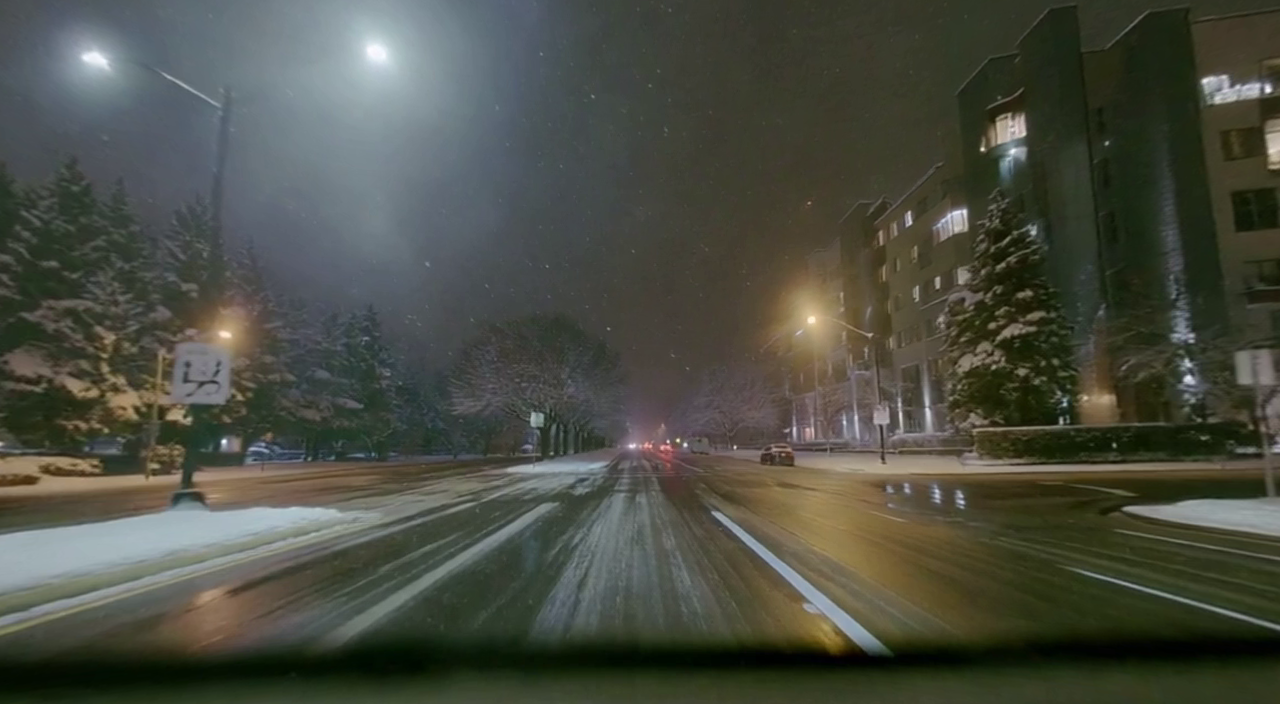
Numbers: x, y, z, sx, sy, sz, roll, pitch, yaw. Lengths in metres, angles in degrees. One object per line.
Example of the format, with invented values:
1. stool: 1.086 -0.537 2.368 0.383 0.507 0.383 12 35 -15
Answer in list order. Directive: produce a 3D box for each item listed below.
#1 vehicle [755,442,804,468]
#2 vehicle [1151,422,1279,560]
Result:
1. vehicle: 10.001 7.393 45.581 2.065 1.732 5.036 1 -9 -4
2. vehicle: 9.345 1.736 7.762 2.059 1.768 4.737 0 -9 -1
